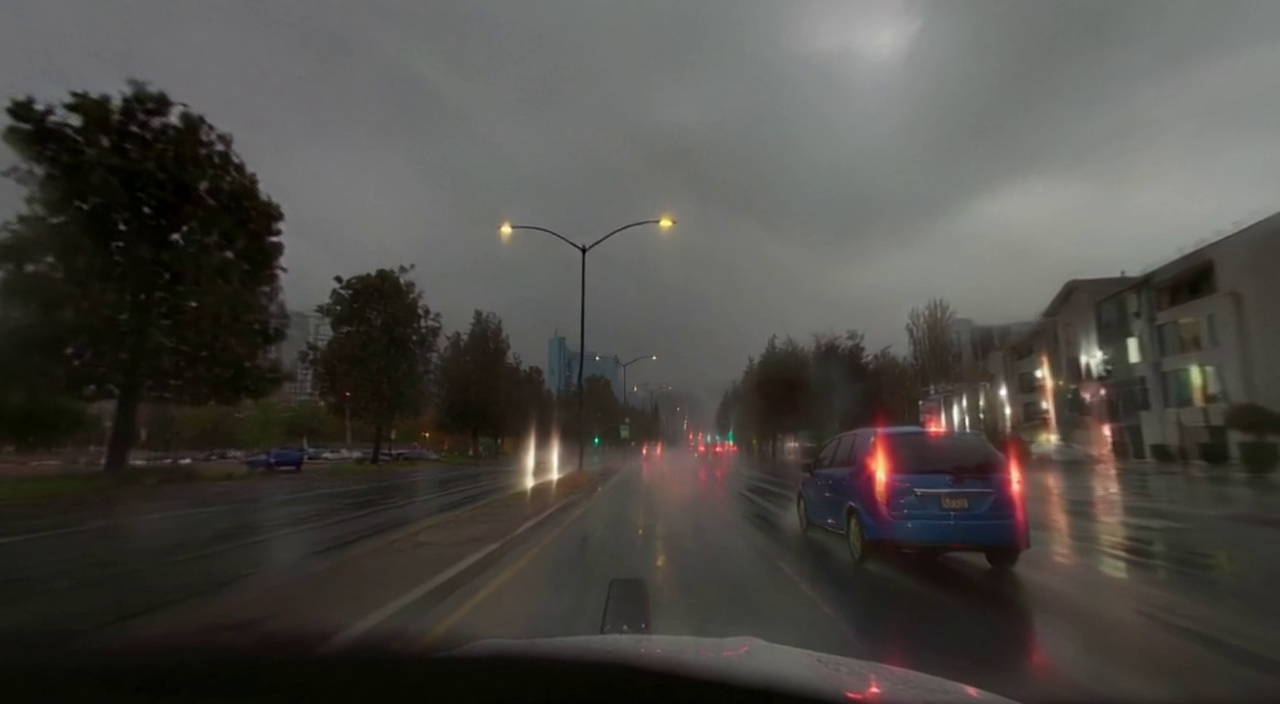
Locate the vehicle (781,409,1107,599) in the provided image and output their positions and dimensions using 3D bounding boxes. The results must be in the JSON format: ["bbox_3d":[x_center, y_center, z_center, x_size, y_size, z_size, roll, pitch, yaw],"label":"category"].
[{"bbox_3d":[3.101,1.613,7.536,1.901,1.634,3.952,0,-8,0],"label":"vehicle"}]

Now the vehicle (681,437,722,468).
[{"bbox_3d":[3.882,6.451,40.760,2.154,1.844,4.634,0,-8,0],"label":"vehicle"}]

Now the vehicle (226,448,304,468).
[{"bbox_3d":[-27.890,7.889,46.915,4.783,1.452,1.753,-1,-8,5],"label":"vehicle"}]

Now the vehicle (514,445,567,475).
[{"bbox_3d":[-5.129,5.607,33.014,1.953,1.462,4.297,-1,-8,2],"label":"vehicle"}]
